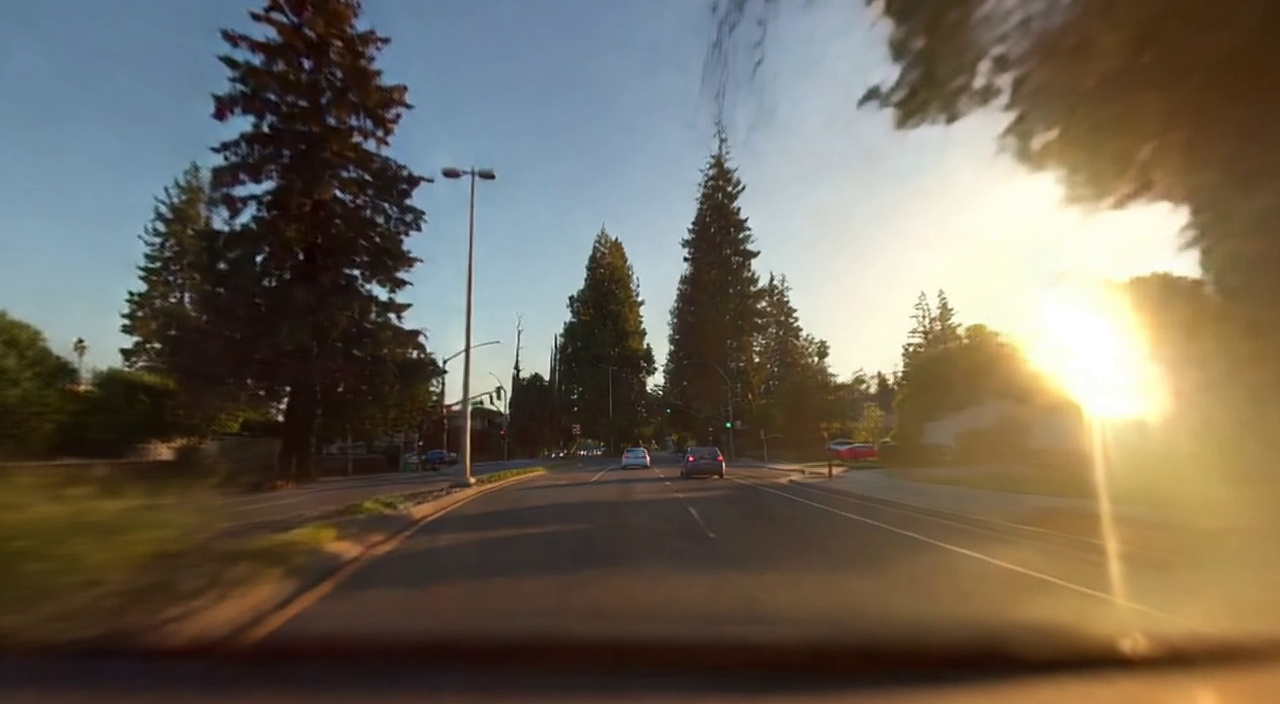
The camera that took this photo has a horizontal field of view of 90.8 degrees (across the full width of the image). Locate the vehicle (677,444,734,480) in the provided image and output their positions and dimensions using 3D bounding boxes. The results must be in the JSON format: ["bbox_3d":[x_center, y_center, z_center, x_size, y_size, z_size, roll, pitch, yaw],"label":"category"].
[{"bbox_3d":[2.867,4.950,28.700,2.057,1.496,4.401,0,-8,-1],"label":"vehicle"}]

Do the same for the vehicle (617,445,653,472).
[{"bbox_3d":[-0.273,6.266,37.429,2.018,1.511,3.993,0,-8,0],"label":"vehicle"}]
